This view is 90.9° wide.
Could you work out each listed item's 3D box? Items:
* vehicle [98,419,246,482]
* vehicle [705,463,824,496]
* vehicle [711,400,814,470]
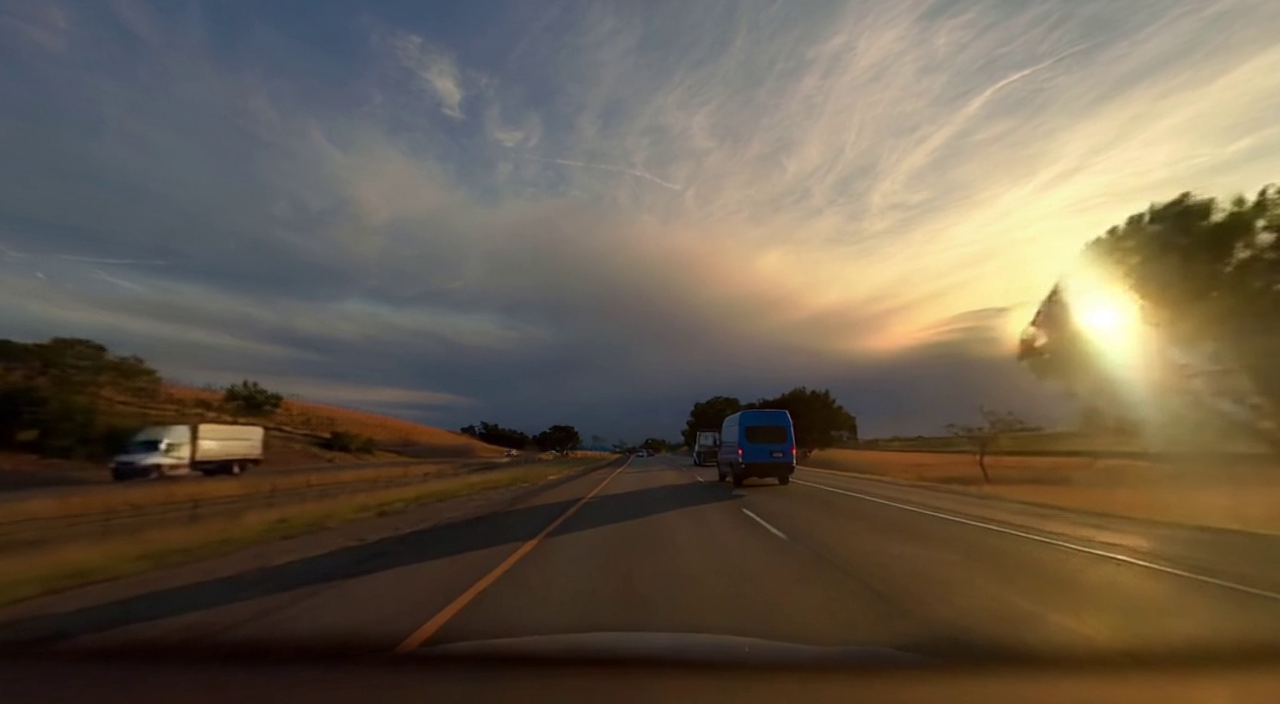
[{"bbox_3d":[-32.357,6.915,44.363,2.897,3.901,9.462,0,-9,1],"label":"vehicle"},{"bbox_3d":[3.965,4.297,21.661,2.702,0.824,6.391,0,-9,-1],"label":"vehicle"},{"bbox_3d":[3.980,2.929,21.706,2.444,2.053,5.616,0,-9,0],"label":"vehicle"}]
